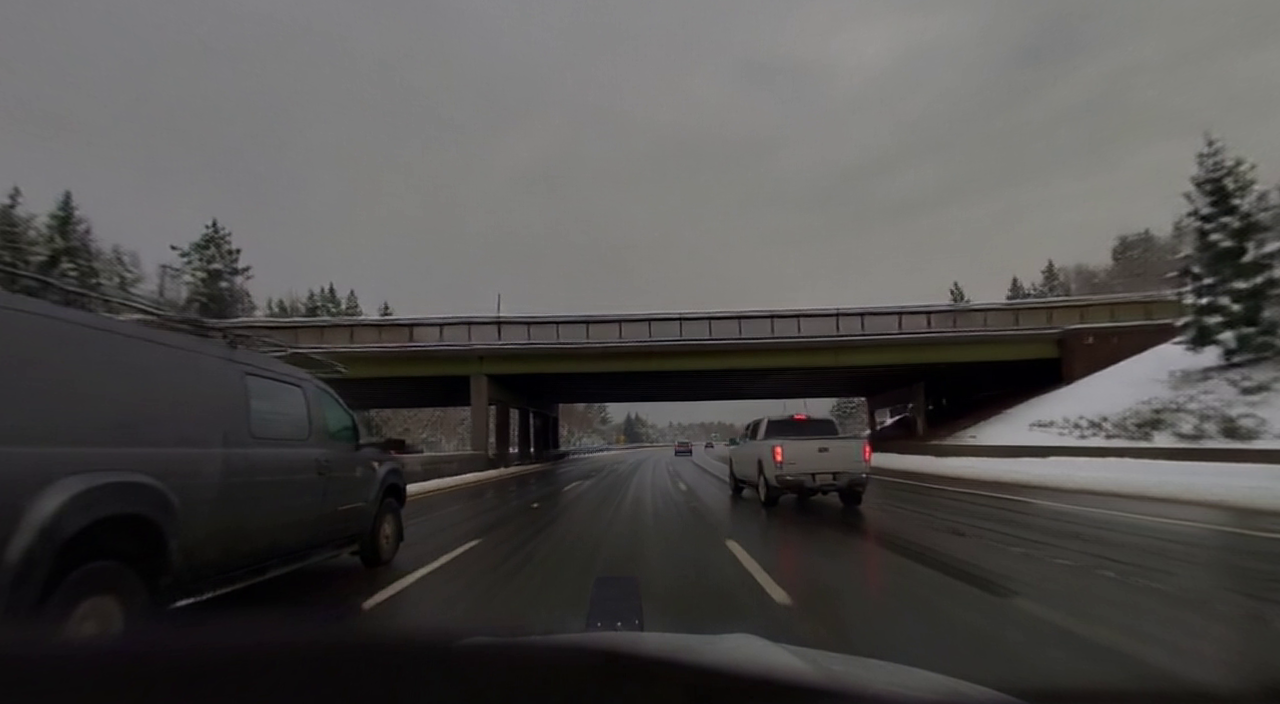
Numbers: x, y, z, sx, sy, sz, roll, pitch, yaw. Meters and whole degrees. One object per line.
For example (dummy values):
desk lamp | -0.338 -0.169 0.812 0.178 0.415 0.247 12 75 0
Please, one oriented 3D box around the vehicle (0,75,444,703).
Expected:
vehicle | -3.606 0.653 4.631 2.369 2.682 6.088 0 -9 0

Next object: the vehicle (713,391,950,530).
vehicle | 3.201 2.050 12.428 2.693 2.044 5.882 0 -9 -1
